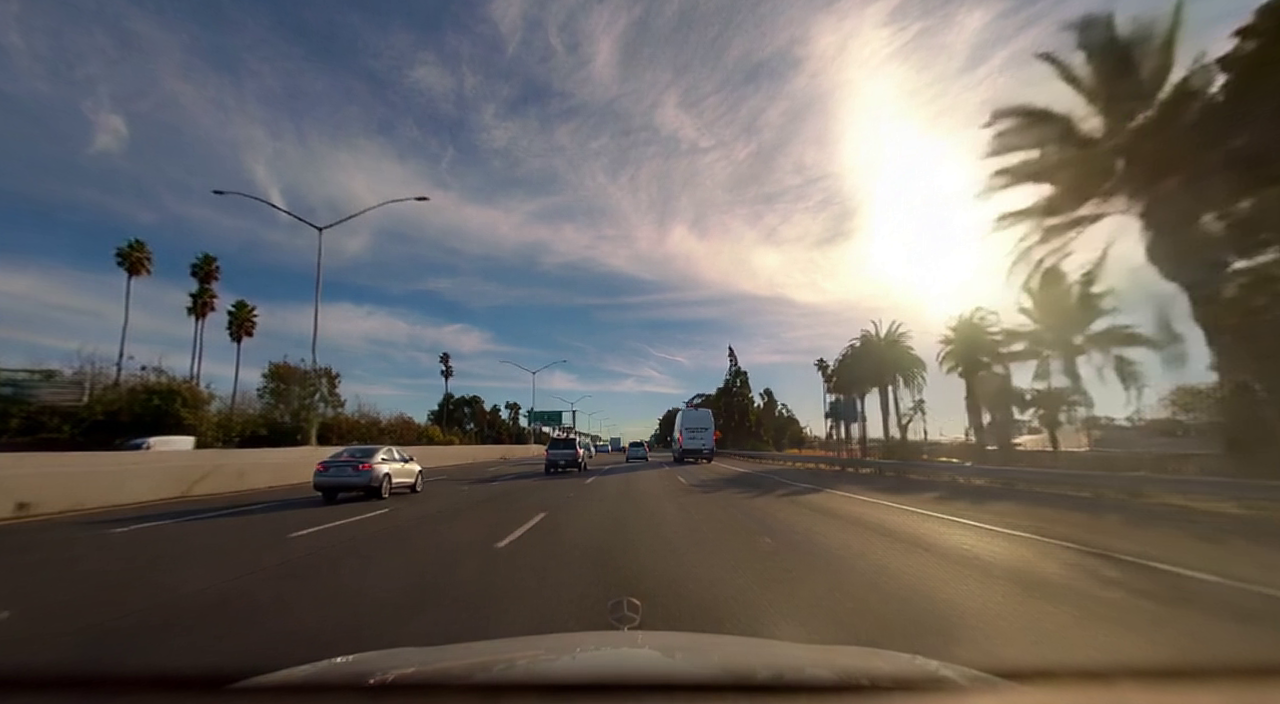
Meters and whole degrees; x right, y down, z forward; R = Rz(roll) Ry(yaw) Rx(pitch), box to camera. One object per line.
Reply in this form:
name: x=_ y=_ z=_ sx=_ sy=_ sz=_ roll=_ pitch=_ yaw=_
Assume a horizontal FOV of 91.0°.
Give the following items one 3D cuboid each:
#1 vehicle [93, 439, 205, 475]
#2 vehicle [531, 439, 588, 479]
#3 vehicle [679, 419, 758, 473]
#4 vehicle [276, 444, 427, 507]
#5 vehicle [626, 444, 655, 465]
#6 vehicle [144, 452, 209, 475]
vehicle: x=-36.025 y=7.752 z=46.603 sx=2.301 sy=2.392 sz=7.242 roll=0 pitch=-9 yaw=1
vehicle: x=-3.577 y=4.837 z=28.635 sx=2.017 sy=1.683 sz=4.094 roll=0 pitch=-9 yaw=0
vehicle: x=4.227 y=5.731 z=38.033 sx=2.891 sy=2.596 sz=15.534 roll=0 pitch=-9 yaw=0
vehicle: x=-7.647 y=3.306 z=17.269 sx=2.050 sy=1.487 sz=4.372 roll=0 pitch=-9 yaw=0
vehicle: x=0.042 y=7.794 z=48.005 sx=2.085 sy=1.507 sz=4.096 roll=0 pitch=-9 yaw=0
vehicle: x=-31.753 y=7.632 z=43.261 sx=1.649 sy=1.463 sz=3.657 roll=0 pitch=-9 yaw=1
